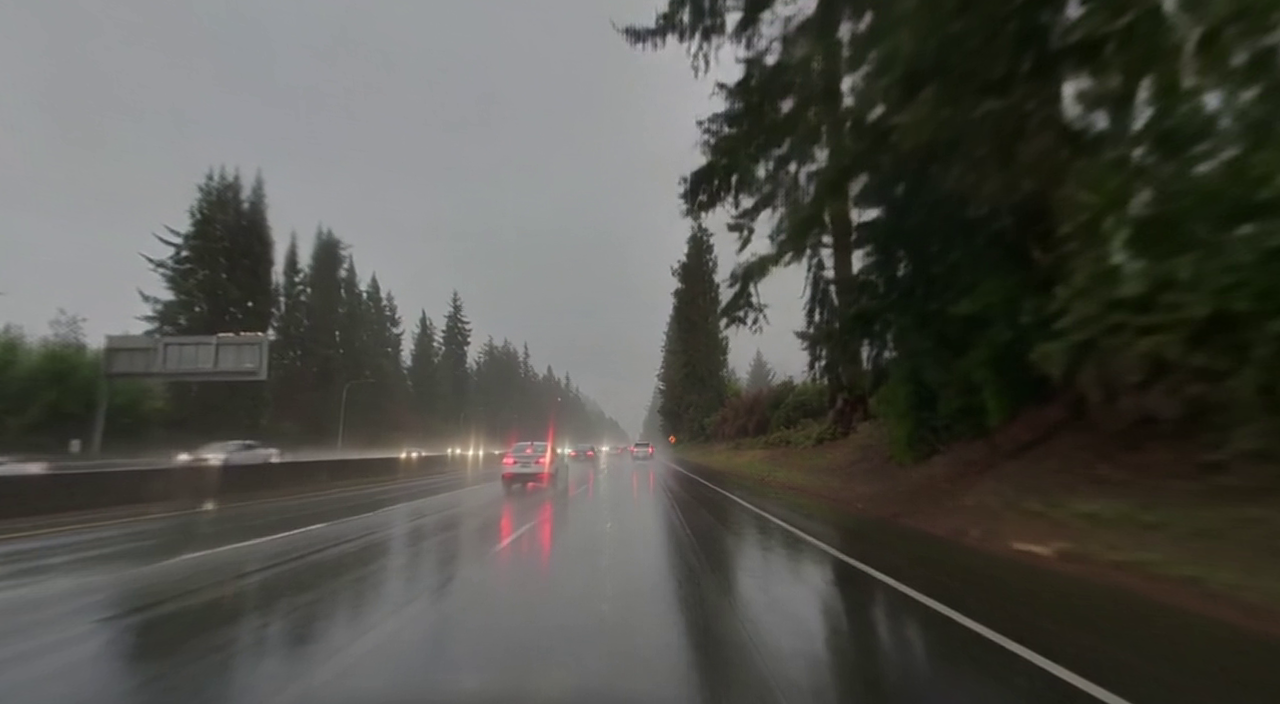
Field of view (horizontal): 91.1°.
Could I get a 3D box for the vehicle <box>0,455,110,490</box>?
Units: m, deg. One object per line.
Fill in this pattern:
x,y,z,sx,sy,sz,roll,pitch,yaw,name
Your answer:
-28.906,5.796,30.616,1.822,1.471,4.808,0,-8,2,vehicle

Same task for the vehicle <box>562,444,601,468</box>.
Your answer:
-3.717,6.691,40.491,2.055,1.431,3.921,0,-8,0,vehicle

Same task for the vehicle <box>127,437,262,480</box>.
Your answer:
-21.274,5.083,30.420,2.269,1.861,5.777,0,-8,1,vehicle

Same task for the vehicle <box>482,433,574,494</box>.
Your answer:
-3.342,3.425,19.638,2.056,1.679,4.204,0,-8,1,vehicle

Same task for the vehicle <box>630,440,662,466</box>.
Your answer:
0.407,7.405,46.321,2.285,1.797,4.478,0,-8,0,vehicle
